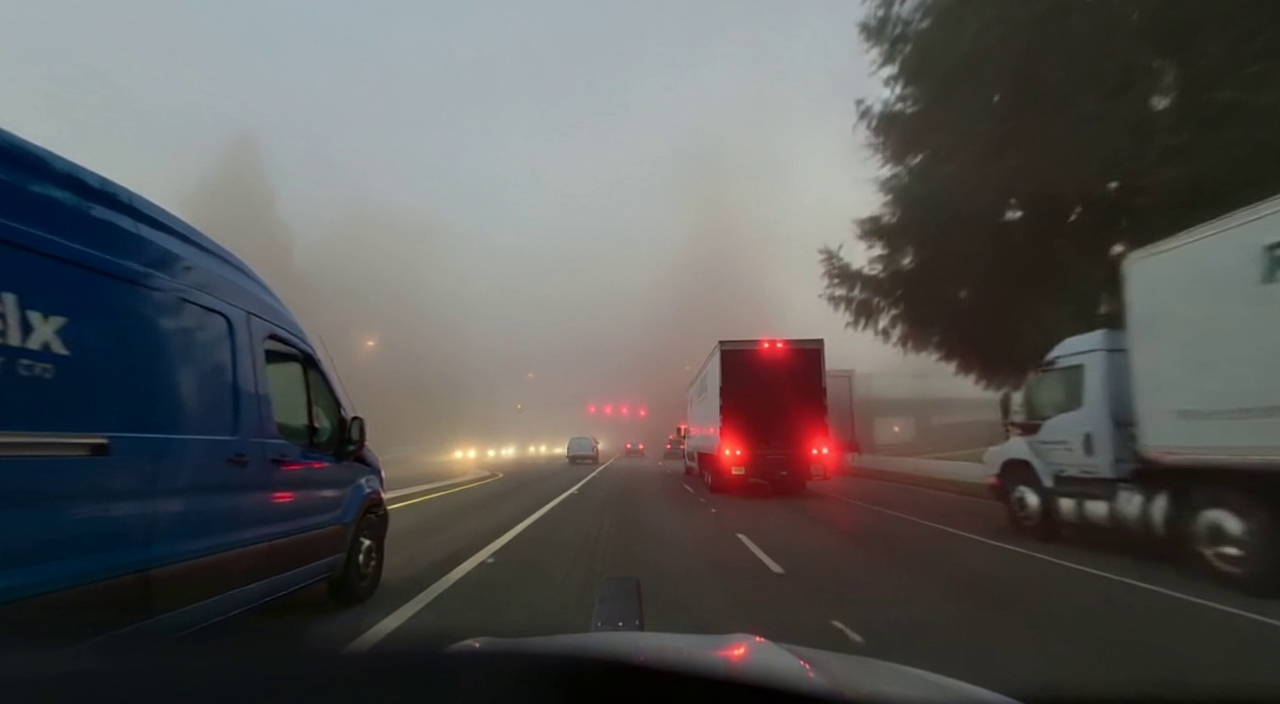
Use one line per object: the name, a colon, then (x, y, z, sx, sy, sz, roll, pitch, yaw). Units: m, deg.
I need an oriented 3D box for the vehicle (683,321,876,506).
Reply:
vehicle: (2.960, 1.880, 16.994, 2.861, 3.525, 9.858, 0, -9, 0)

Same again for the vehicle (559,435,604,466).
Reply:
vehicle: (-3.518, 6.099, 39.149, 2.356, 1.766, 5.674, 0, -9, -1)

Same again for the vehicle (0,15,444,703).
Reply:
vehicle: (-3.422, 0.435, 3.512, 2.443, 2.784, 6.493, 0, -9, 1)

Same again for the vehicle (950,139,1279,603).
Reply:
vehicle: (6.985, 0.260, 6.111, 3.005, 3.947, 9.252, 0, -8, -1)

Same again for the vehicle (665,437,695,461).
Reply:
vehicle: (2.777, 6.882, 44.837, 1.869, 1.616, 4.346, 0, -9, 0)
